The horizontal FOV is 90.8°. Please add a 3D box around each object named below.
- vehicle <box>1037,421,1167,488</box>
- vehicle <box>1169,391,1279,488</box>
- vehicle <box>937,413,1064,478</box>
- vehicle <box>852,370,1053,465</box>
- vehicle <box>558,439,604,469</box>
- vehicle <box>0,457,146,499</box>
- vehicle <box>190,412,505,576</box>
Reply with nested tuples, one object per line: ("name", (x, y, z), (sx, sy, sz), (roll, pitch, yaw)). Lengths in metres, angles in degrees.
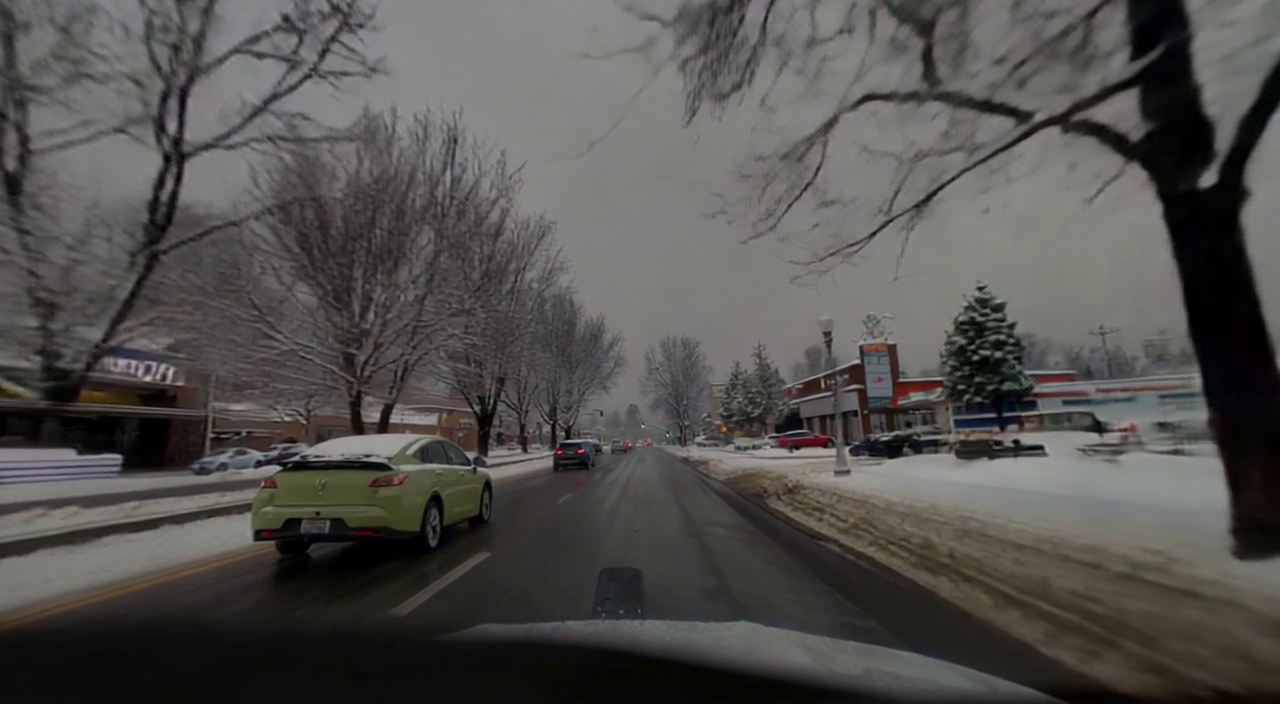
("vehicle", (12.358, 2.686, 16.768), (2.090, 1.501, 4.732), (-8, -12, 43))
("vehicle", (14.830, 2.188, 15.718), (2.031, 2.064, 4.681), (-8, -12, 43))
("vehicle", (11.917, 3.045, 20.701), (5.297, 1.843, 2.097), (8, -12, -44))
("vehicle", (15.412, 3.321, 31.728), (8.300, 4.310, 2.832), (-2, -8, 1))
("vehicle", (-3.151, 5.529, 34.364), (1.955, 1.461, 4.396), (-1, -9, 2))
("vehicle", (-25.291, 5.364, 26.917), (2.650, 1.471, 7.080), (-4, -9, 2))
("vehicle", (-3.501, 1.803, 8.818), (2.126, 1.655, 4.560), (-1, -9, 1))
